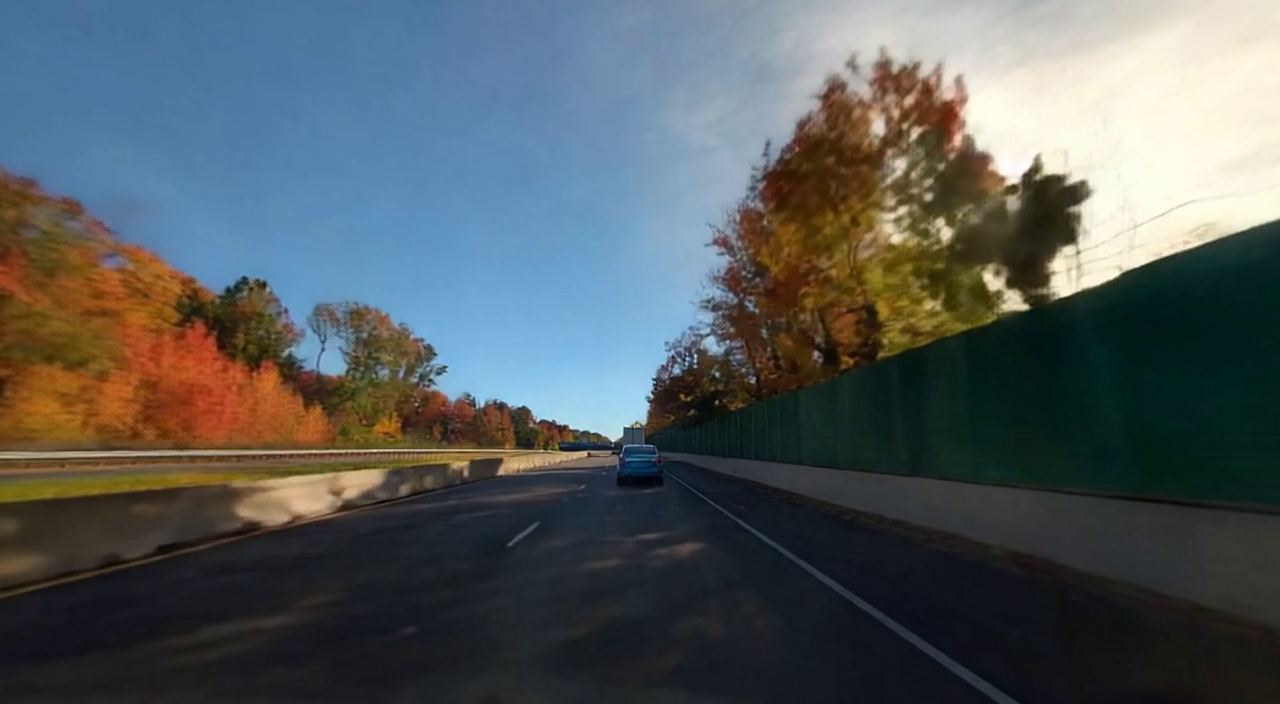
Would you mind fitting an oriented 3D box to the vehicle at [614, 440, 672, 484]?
[{"bbox_3d":[0.053,4.175,24.288,2.057,1.516,4.065,0,-8,-2],"label":"vehicle"}]
